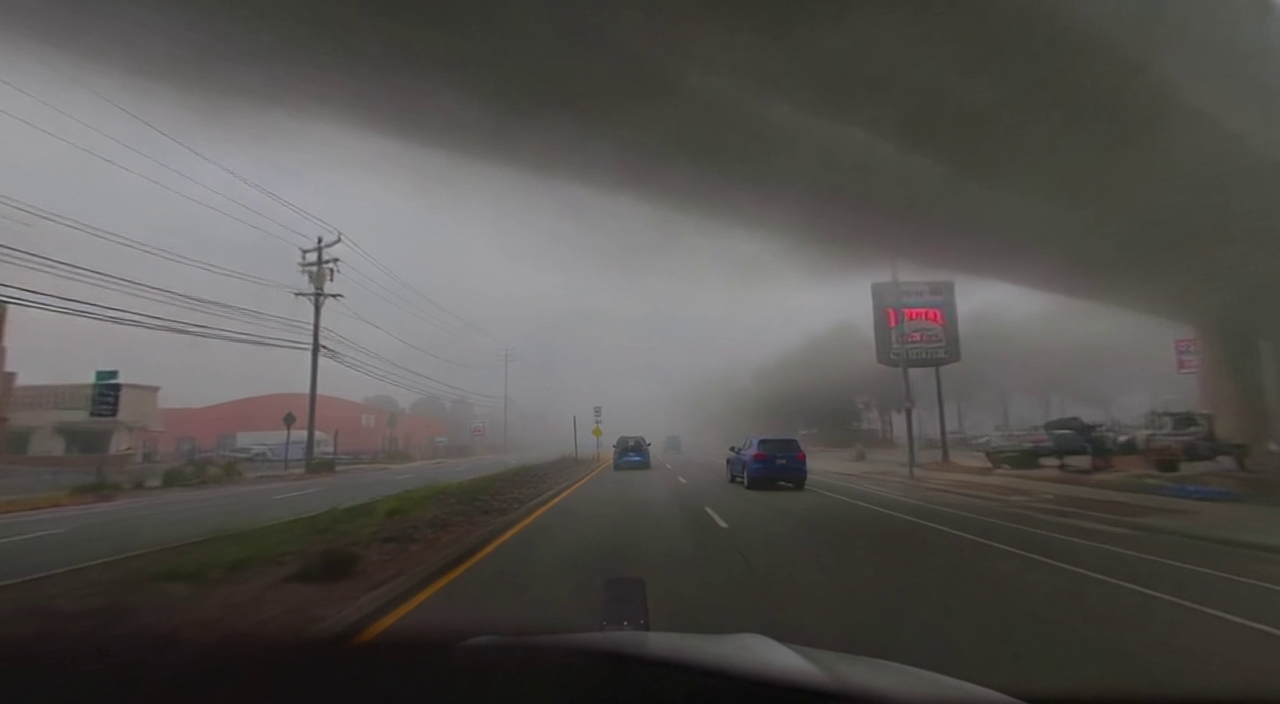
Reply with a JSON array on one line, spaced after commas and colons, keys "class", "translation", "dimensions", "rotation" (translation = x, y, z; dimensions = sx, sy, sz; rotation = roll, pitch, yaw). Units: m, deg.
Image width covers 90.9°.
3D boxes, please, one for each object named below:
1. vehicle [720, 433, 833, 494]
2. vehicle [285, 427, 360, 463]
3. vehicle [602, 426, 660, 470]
[{"class": "vehicle", "translation": [3.613, 3.040, 17.611], "dimensions": [1.954, 1.479, 4.557], "rotation": [0, -8, -3]}, {"class": "vehicle", "translation": [-24.164, 7.087, 48.208], "dimensions": [4.412, 2.662, 2.544], "rotation": [2, -8, -10]}, {"class": "vehicle", "translation": [-0.370, 4.356, 28.657], "dimensions": [2.441, 1.813, 4.581], "rotation": [0, -8, 0]}]
